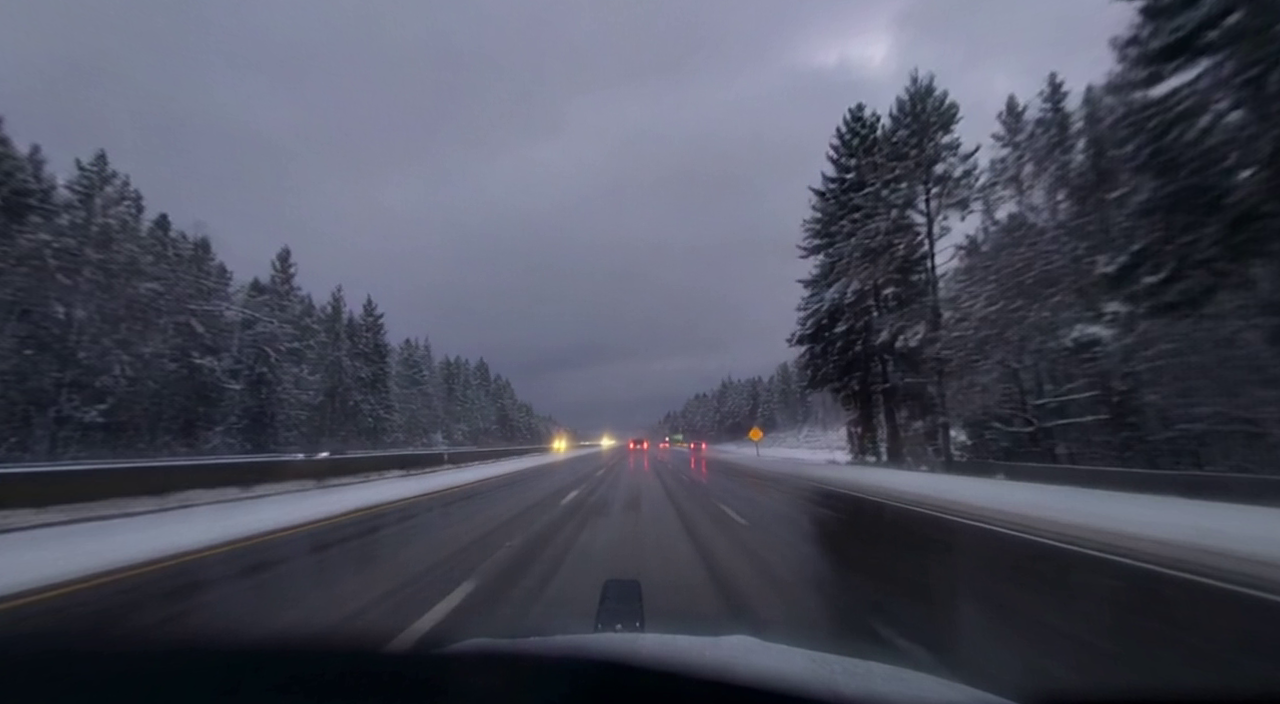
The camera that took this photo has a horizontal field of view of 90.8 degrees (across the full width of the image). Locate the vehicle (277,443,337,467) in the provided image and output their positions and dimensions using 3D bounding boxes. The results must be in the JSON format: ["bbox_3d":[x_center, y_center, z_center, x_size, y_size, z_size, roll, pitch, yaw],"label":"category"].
[{"bbox_3d":[-25.312,7.832,48.185,2.085,1.683,4.588,0,-9,0],"label":"vehicle"}]
